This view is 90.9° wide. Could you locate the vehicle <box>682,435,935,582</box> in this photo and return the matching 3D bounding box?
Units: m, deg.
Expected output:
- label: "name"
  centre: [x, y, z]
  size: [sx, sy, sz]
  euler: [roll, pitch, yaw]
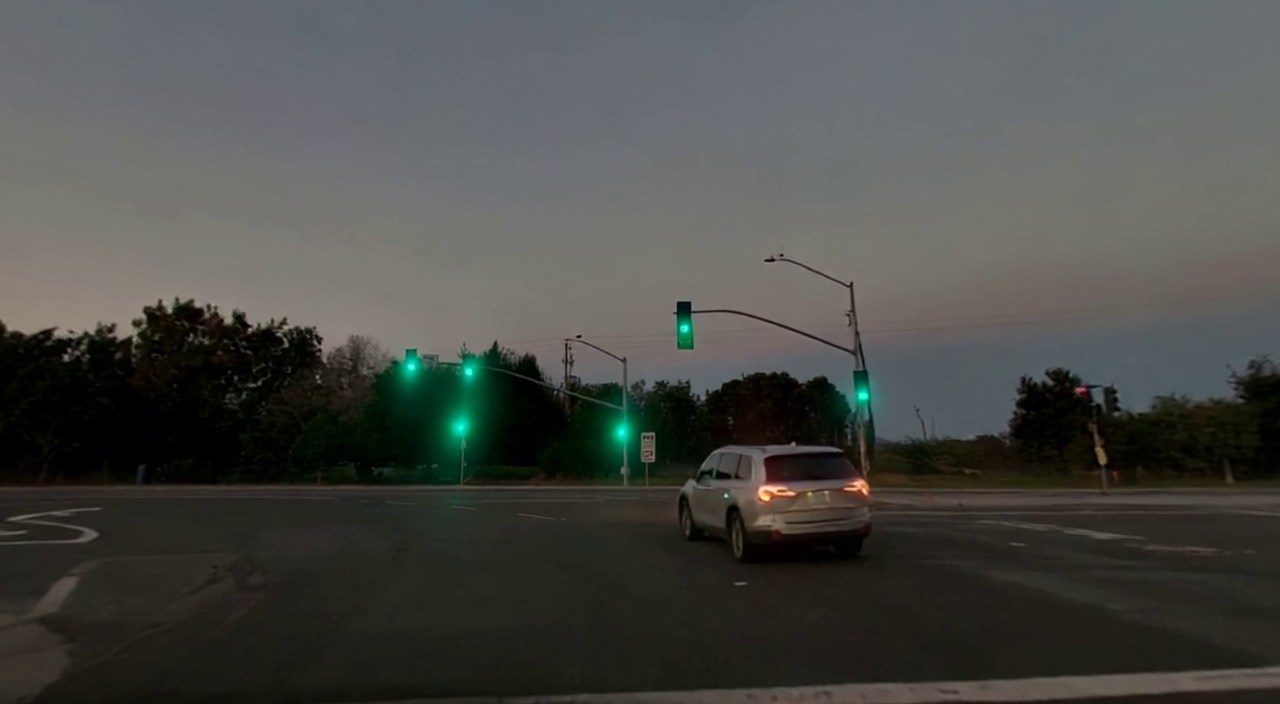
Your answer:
- label: "vehicle"
  centre: [2.155, 2.126, 9.524]
  size: [1.938, 1.648, 4.211]
  euler: [2, -9, -12]
